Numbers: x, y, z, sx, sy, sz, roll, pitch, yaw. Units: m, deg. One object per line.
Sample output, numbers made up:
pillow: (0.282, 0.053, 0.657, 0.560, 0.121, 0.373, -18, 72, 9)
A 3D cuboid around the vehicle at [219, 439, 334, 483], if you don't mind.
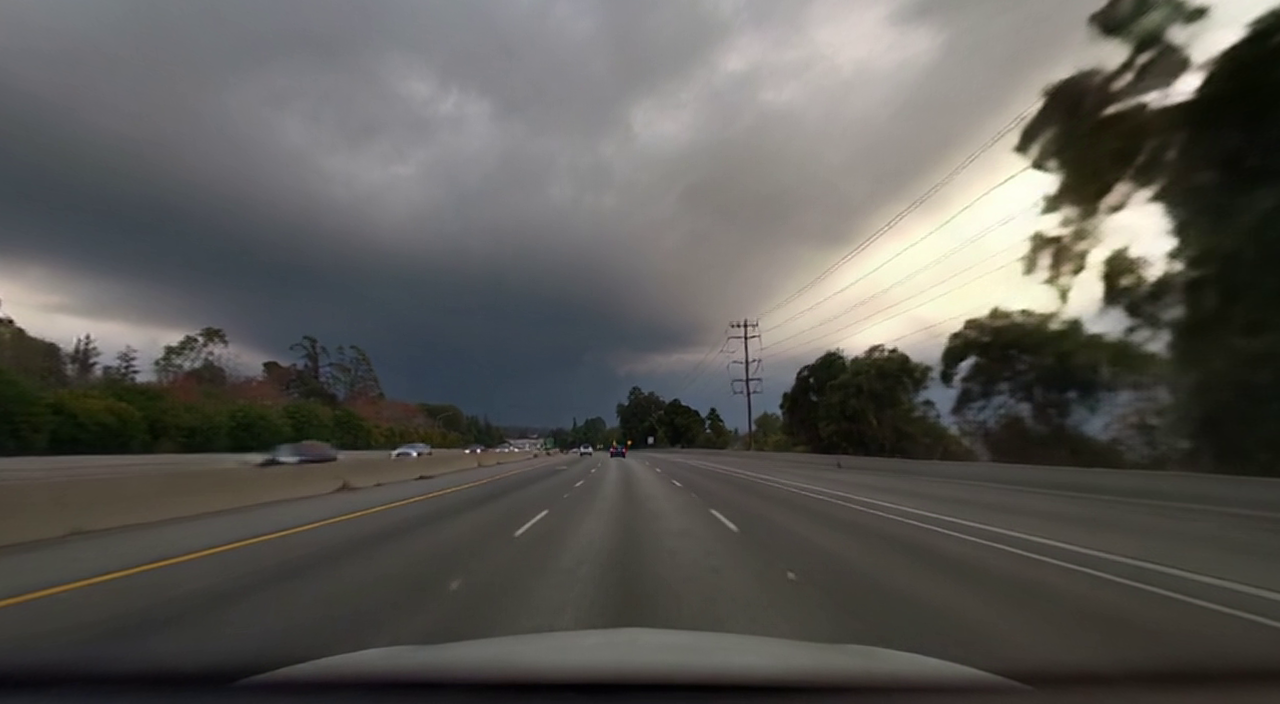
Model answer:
vehicle: (-14.263, 4.301, 25.150, 1.961, 1.565, 4.514, 0, -9, -1)
